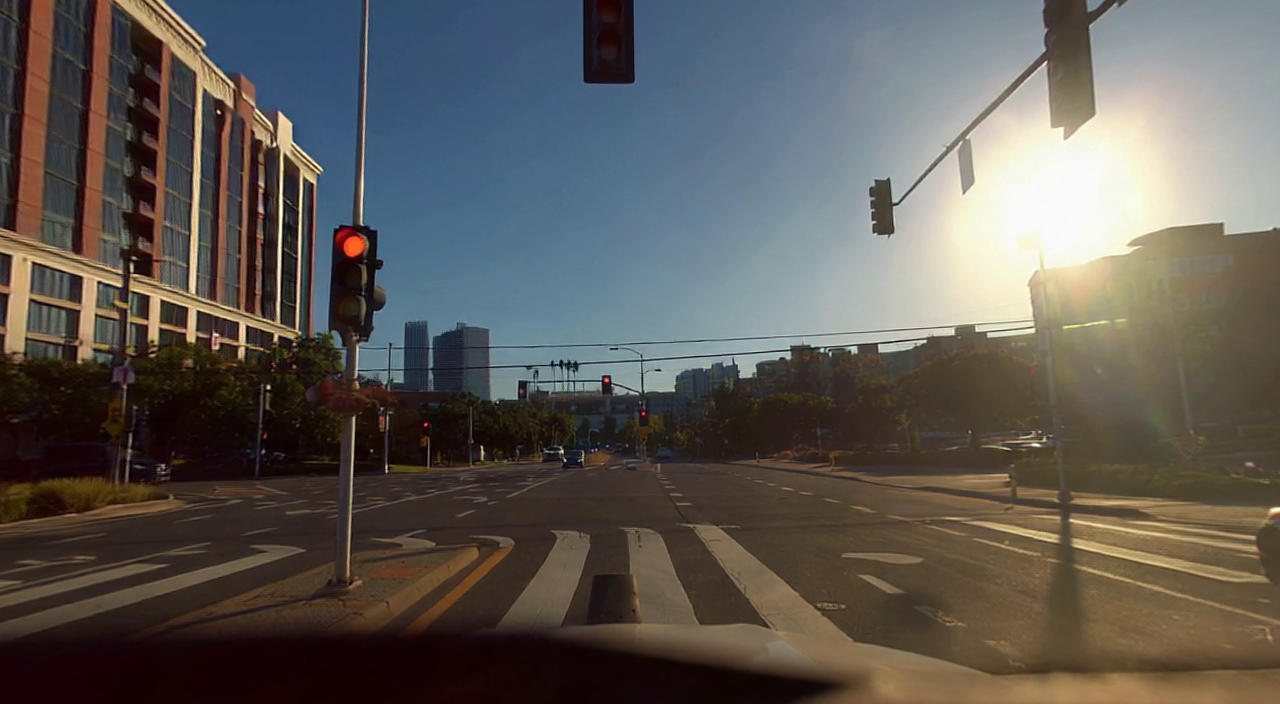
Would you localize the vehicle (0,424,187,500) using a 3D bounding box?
[{"bbox_3d":[-24.627,4.822,27.586,7.088,3.096,2.678,0,-9,-2],"label":"vehicle"}]
